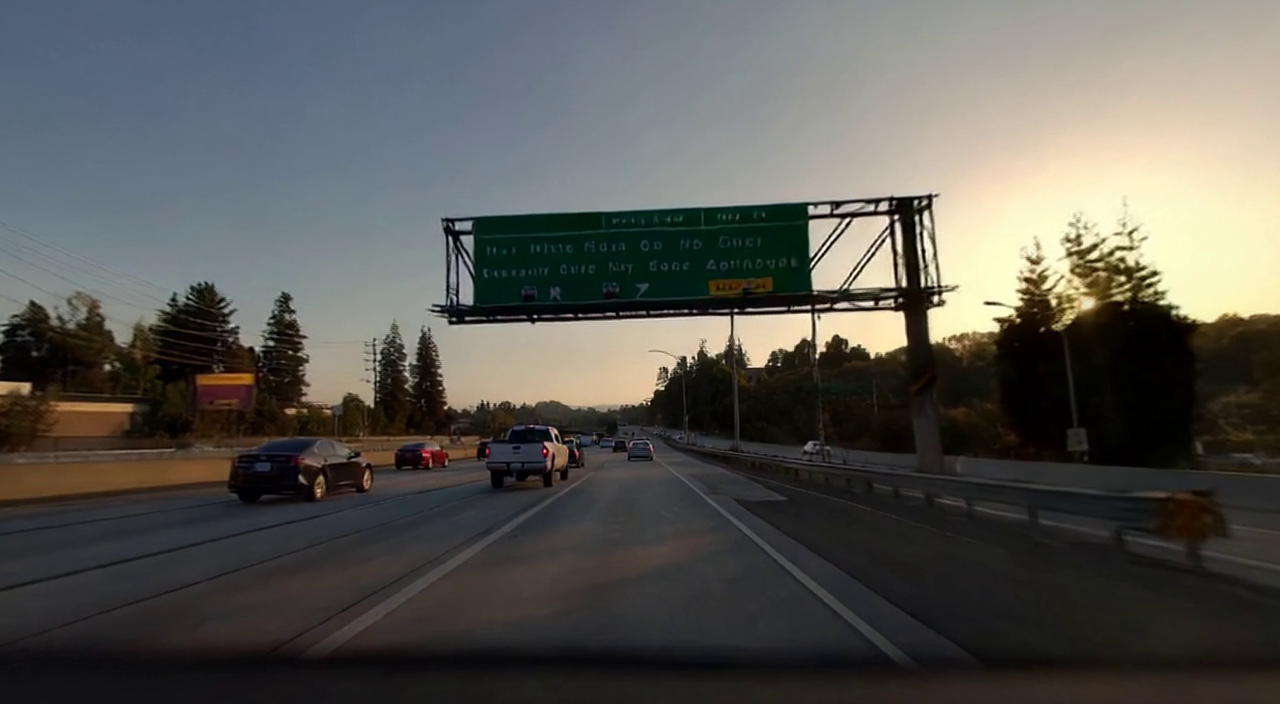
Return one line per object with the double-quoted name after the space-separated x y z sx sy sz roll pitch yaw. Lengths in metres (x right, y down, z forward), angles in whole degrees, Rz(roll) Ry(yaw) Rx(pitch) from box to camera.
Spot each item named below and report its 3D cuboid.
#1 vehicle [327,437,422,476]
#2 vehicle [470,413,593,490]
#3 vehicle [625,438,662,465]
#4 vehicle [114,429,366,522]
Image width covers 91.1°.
-10.940 4.327 26.307 1.884 1.453 4.579 0 -8 1 "vehicle"
-3.204 3.193 20.433 2.815 2.092 6.526 0 -8 0 "vehicle"
0.243 5.767 36.520 2.013 1.444 4.447 0 -8 1 "vehicle"
-7.433 2.315 12.368 1.964 1.481 4.425 0 -8 1 "vehicle"
